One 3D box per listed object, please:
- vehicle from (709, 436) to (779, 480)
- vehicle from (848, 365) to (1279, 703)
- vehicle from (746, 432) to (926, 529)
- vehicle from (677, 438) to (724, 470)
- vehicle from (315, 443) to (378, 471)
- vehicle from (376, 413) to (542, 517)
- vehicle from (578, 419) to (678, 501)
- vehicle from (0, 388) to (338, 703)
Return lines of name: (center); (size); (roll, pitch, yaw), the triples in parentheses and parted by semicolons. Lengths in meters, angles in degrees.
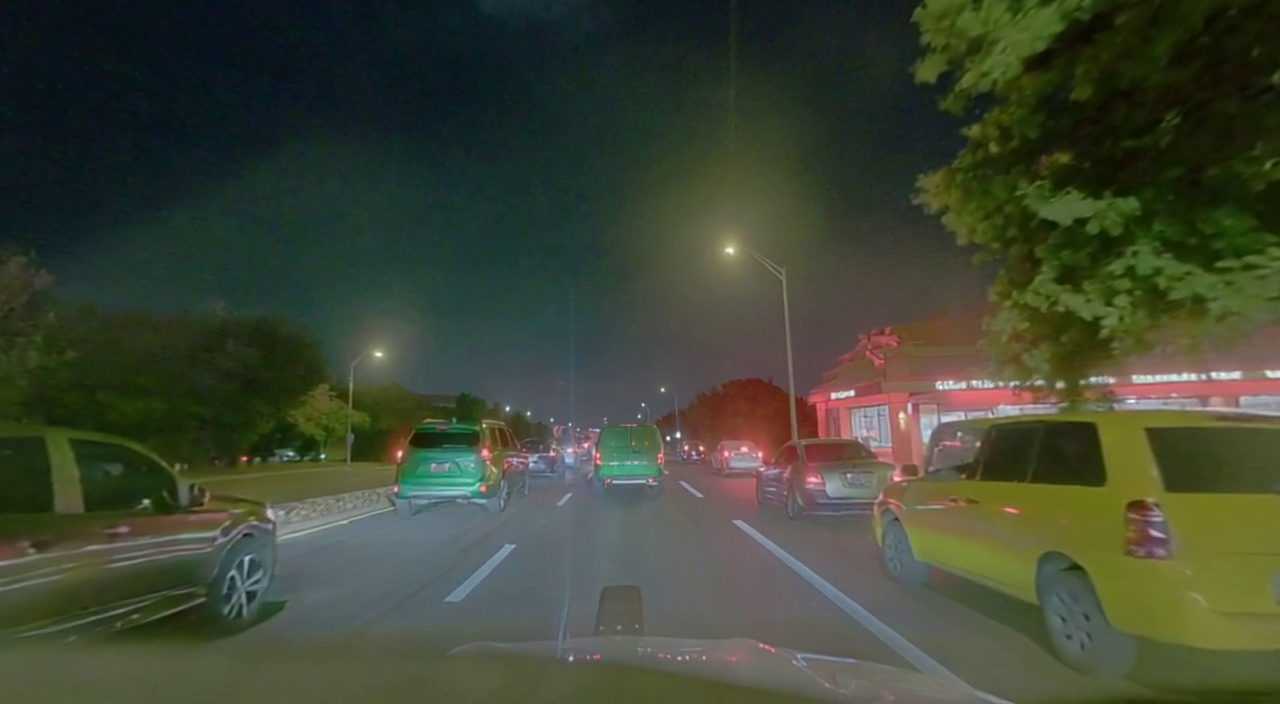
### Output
vehicle: (3.895, 4.052, 24.327); (1.875, 1.521, 4.192); (0, -9, -1)
vehicle: (3.434, 1.209, 5.002); (2.047, 1.671, 4.267); (0, -9, -1)
vehicle: (3.383, 2.299, 11.912); (1.900, 1.477, 4.352); (0, -9, -1)
vehicle: (3.019, 5.168, 32.202); (1.903, 1.529, 3.649); (0, -9, -2)
vehicle: (-22.908, 8.205, 49.621); (2.315, 2.027, 5.720); (0, -9, -2)
vehicle: (-3.625, 2.382, 13.725); (2.231, 1.853, 4.461); (0, -9, 1)
vehicle: (-0.316, 2.744, 16.379); (2.238, 1.825, 4.190); (0, -9, -1)
vehicle: (-3.703, 1.021, 3.299); (2.051, 1.522, 4.509); (0, -9, -1)
